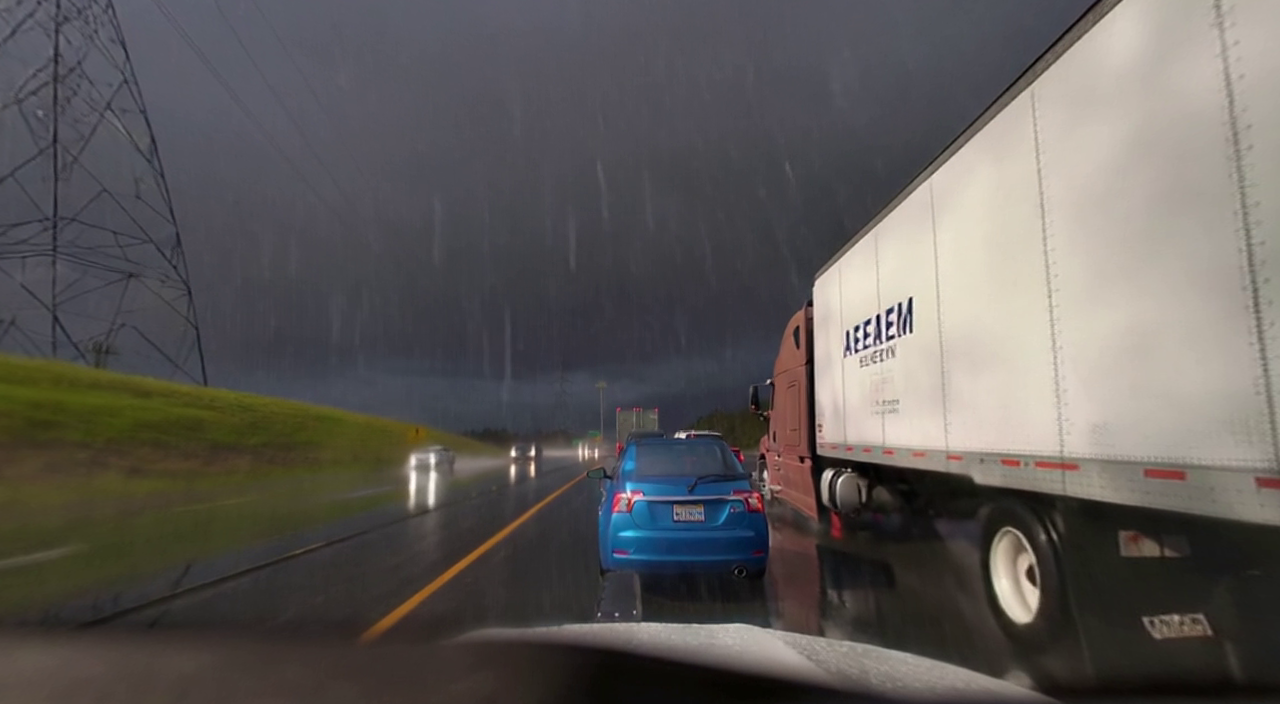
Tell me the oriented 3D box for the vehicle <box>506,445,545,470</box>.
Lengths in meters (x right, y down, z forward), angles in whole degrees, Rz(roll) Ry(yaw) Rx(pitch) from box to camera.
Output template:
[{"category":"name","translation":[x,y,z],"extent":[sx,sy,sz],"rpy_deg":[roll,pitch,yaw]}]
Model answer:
[{"category":"vehicle","translation":[-8.274,7.618,45.773],"extent":[1.991,1.629,4.259],"rpy_deg":[-1,-8,0]}]

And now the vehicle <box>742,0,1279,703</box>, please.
[{"category":"vehicle","translation":[4.155,0.355,7.387],"extent":[3.138,4.065,14.276],"rpy_deg":[0,-8,-2]}]

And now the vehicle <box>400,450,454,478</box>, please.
[{"category":"vehicle","translation":[-12.382,6.530,36.846],"extent":[1.795,1.441,3.759],"rpy_deg":[-1,-8,0]}]

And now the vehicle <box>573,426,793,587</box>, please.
[{"category":"vehicle","translation":[0.329,1.694,7.718],"extent":[2.045,1.446,3.597],"rpy_deg":[0,-8,-2]}]
